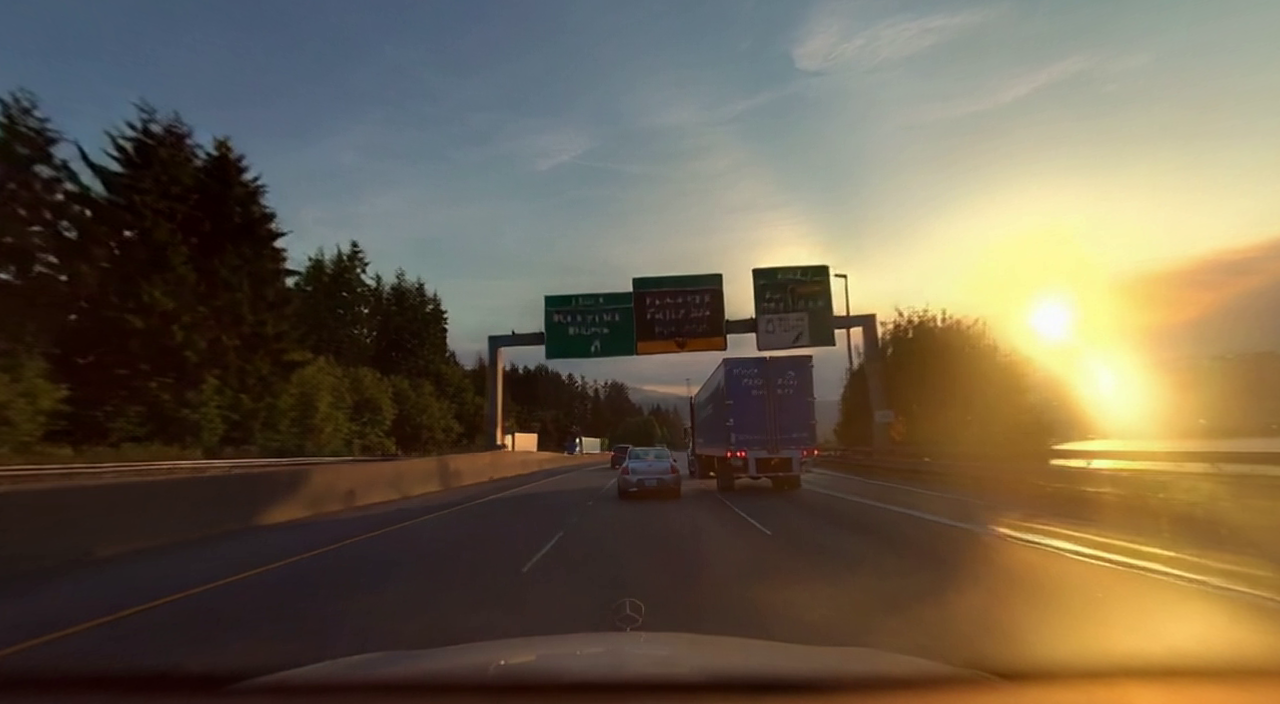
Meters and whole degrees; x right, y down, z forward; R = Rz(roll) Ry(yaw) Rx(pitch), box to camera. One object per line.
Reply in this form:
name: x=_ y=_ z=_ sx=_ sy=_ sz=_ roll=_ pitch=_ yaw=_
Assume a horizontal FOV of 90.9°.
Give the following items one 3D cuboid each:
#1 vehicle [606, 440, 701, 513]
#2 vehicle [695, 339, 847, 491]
vehicle: x=0.265 y=3.034 z=15.848 sx=2.039 sy=1.532 sz=4.610 roll=0 pitch=-9 yaw=0
vehicle: x=4.052 y=2.736 z=23.615 sx=2.960 sy=4.018 sz=13.834 roll=0 pitch=-9 yaw=1
